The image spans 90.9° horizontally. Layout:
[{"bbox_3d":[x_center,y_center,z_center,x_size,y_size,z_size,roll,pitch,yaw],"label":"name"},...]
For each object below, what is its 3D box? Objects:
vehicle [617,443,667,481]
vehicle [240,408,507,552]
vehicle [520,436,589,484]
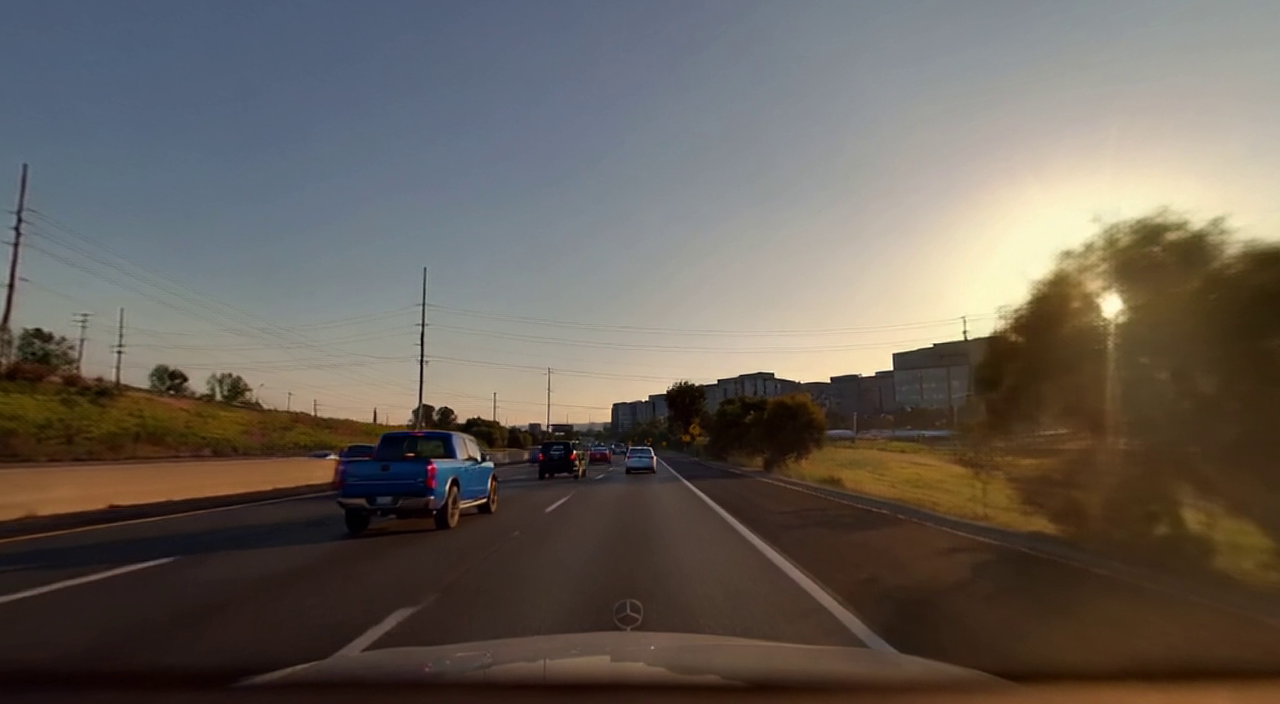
[{"bbox_3d":[0.062,4.737,27.465,2.047,1.473,3.978,0,-8,0],"label":"vehicle"},{"bbox_3d":[-4.035,2.062,10.917,2.198,1.848,5.346,0,-8,1],"label":"vehicle"},{"bbox_3d":[-3.454,4.438,26.279,2.133,1.789,4.518,-1,-8,1],"label":"vehicle"}]
